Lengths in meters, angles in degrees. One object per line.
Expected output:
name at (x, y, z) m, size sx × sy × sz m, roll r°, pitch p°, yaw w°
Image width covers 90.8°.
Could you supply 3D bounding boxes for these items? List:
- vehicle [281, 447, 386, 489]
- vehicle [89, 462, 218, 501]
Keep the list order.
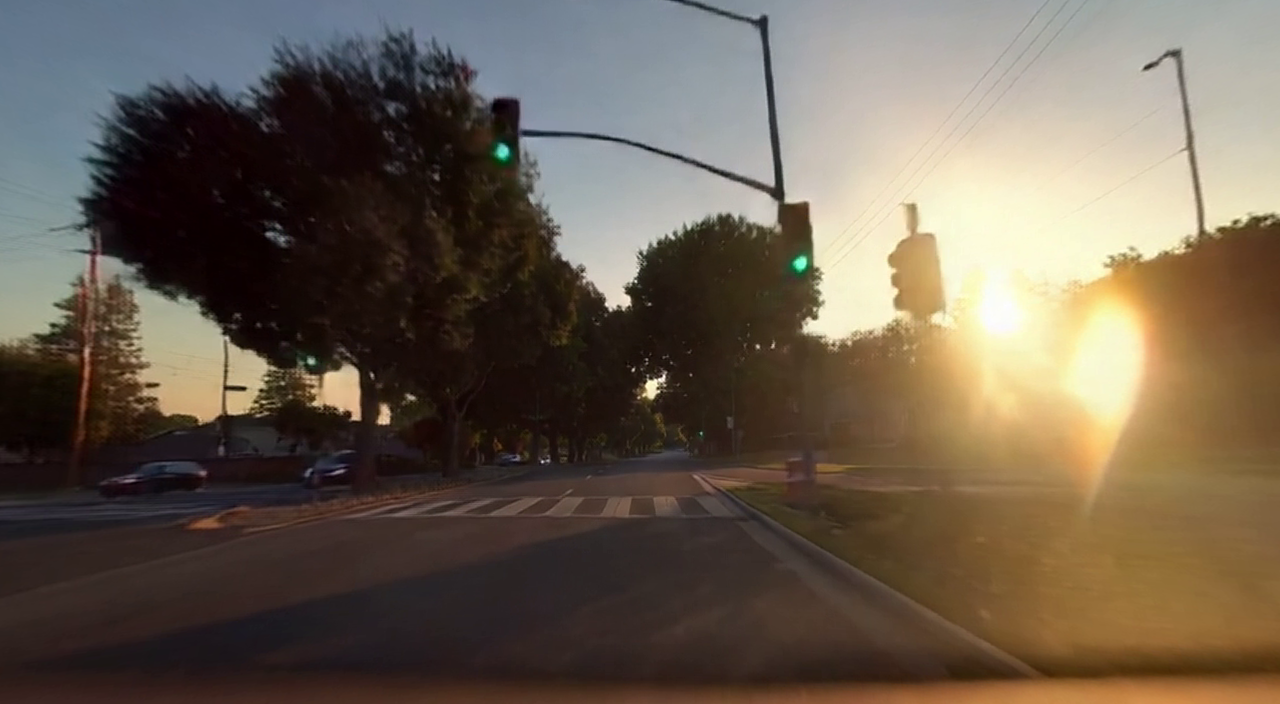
vehicle at (-14.400, 5.451, 30.083) m, size 2.106 × 1.782 × 4.974 m, roll -1°, pitch -8°, yaw 5°
vehicle at (-22.925, 6.071, 29.955) m, size 1.862 × 1.529 × 4.370 m, roll -4°, pitch -9°, yaw 25°
